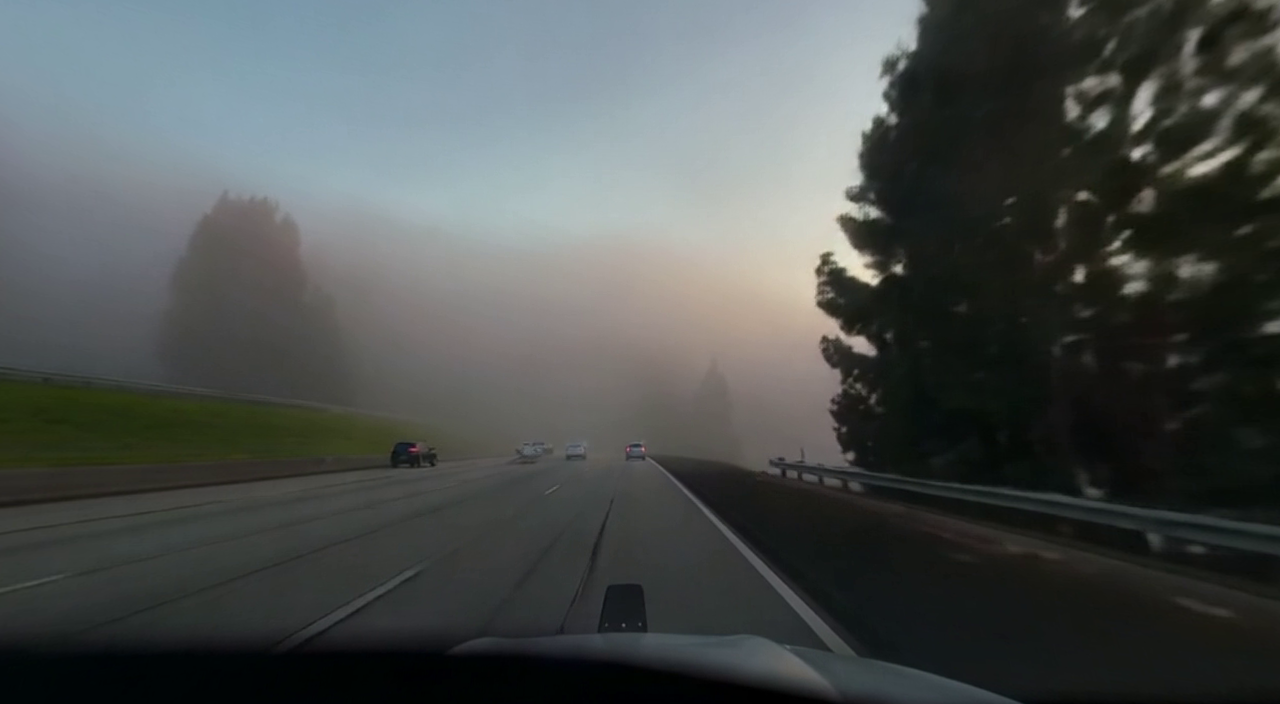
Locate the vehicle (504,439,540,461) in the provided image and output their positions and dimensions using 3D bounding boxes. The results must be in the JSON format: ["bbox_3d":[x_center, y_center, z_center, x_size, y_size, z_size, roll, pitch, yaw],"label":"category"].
[{"bbox_3d":[-9.064,7.576,48.676,2.015,1.651,4.432,0,-8,-1],"label":"vehicle"}]

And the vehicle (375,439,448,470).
[{"bbox_3d":[-11.799,5.333,32.821,2.056,1.489,4.852,0,-8,0],"label":"vehicle"}]

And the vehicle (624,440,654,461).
[{"bbox_3d":[-0.133,7.253,46.180,2.060,1.465,3.974,0,-8,-2],"label":"vehicle"}]
